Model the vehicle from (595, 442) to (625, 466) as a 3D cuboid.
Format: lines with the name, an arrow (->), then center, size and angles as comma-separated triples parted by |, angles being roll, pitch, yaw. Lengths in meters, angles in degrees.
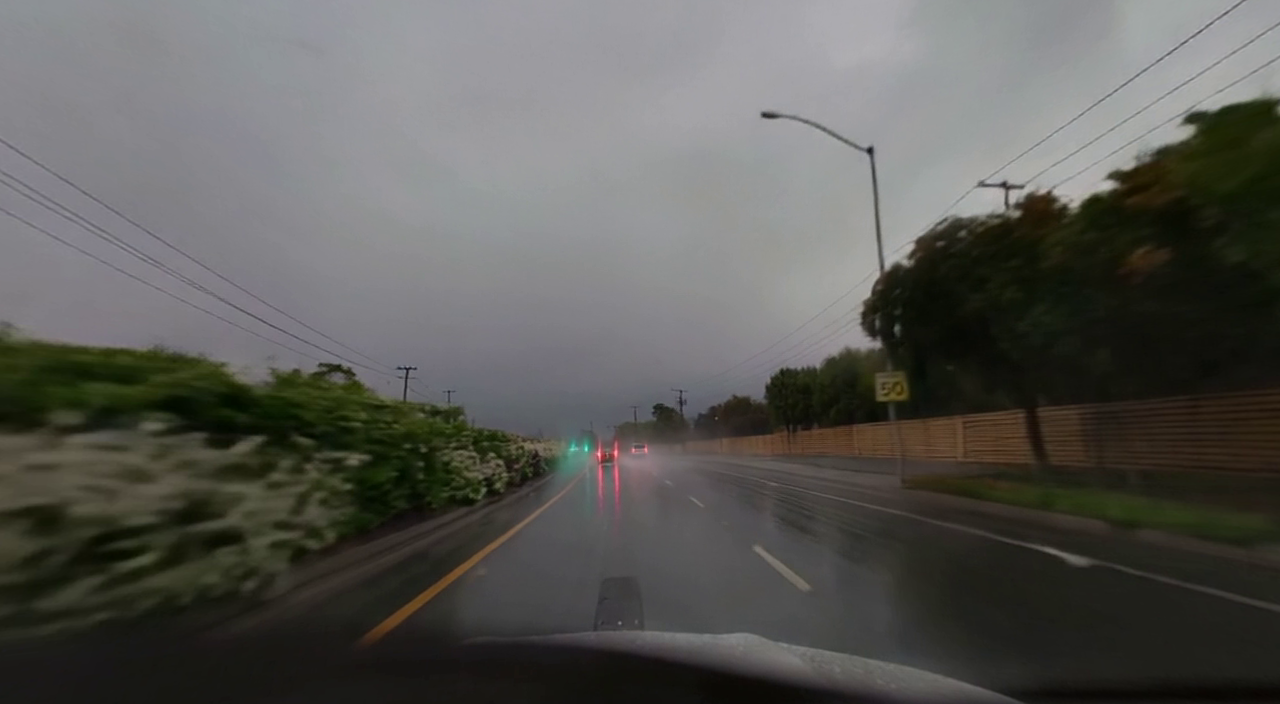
vehicle -> -2.217, 7.364, 45.441 | 2.005, 1.633, 4.044 | 1, -8, -4
